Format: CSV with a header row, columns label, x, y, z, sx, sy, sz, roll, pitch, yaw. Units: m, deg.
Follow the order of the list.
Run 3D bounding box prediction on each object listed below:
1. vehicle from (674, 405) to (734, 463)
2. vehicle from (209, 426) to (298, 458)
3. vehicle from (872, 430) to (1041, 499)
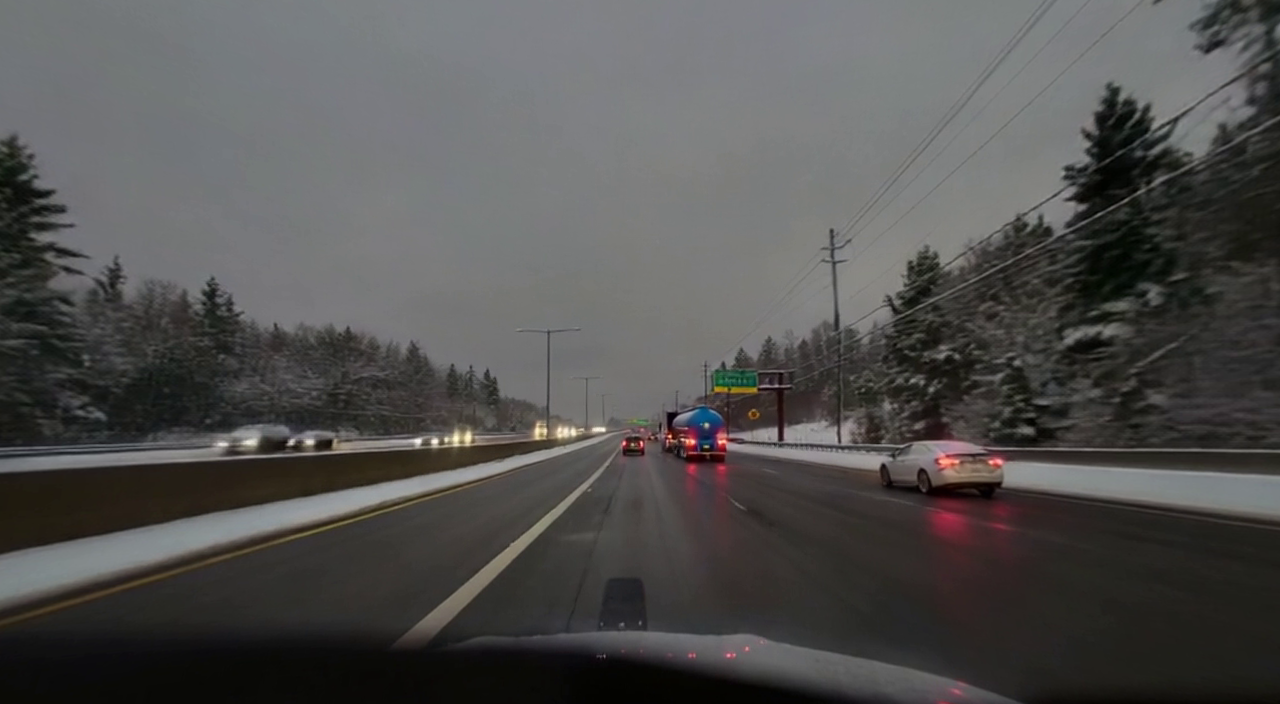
label,x,y,z,sx,sy,sz,roll,pitch,yaw
vehicle,3.754,5.070,38.764,2.791,3.179,8.074,0,-8,0
vehicle,-25.039,5.862,41.146,2.219,1.863,5.715,0,-8,0
vehicle,7.759,2.782,16.092,1.905,1.480,4.624,0,-8,0
